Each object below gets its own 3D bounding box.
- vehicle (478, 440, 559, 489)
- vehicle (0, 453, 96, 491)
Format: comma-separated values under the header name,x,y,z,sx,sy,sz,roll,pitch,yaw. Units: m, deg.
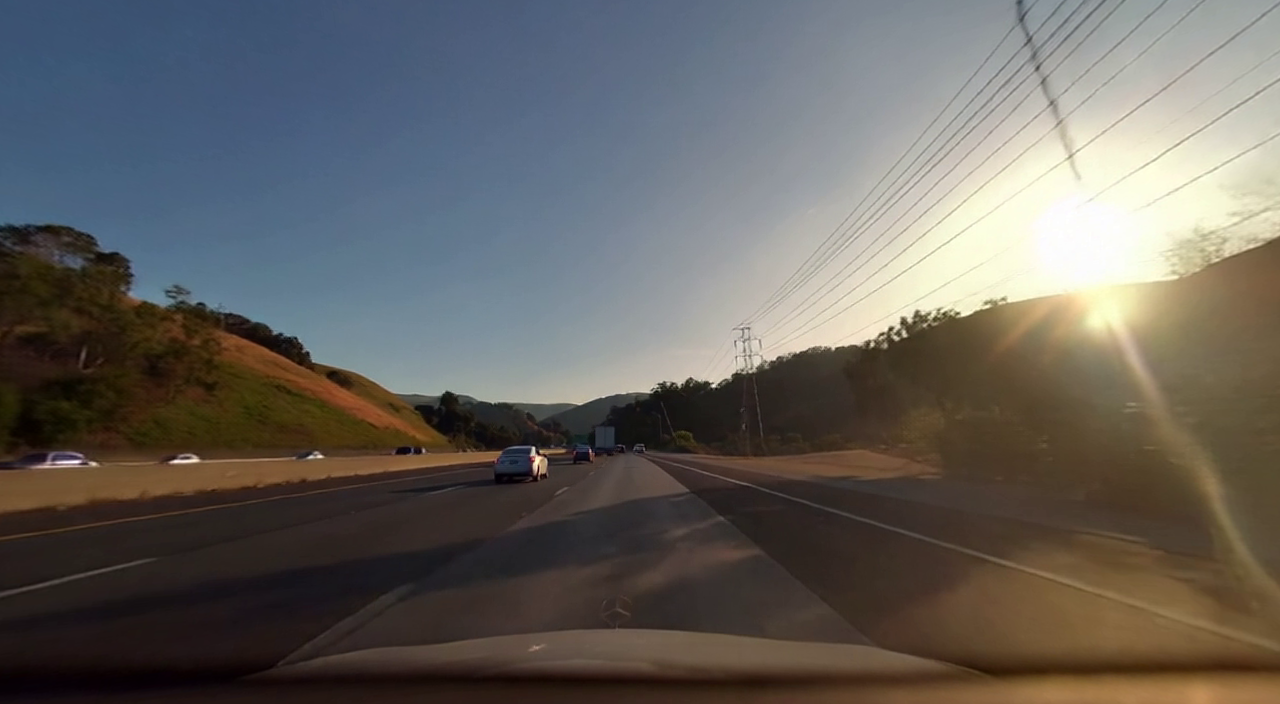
name,x,y,z,sx,sy,sz,roll,pitch,yaw
vehicle,-4.108,3.879,22.124,1.963,1.533,4.477,0,-9,0
vehicle,-26.260,5.072,26.998,1.841,1.449,4.570,0,-9,1
